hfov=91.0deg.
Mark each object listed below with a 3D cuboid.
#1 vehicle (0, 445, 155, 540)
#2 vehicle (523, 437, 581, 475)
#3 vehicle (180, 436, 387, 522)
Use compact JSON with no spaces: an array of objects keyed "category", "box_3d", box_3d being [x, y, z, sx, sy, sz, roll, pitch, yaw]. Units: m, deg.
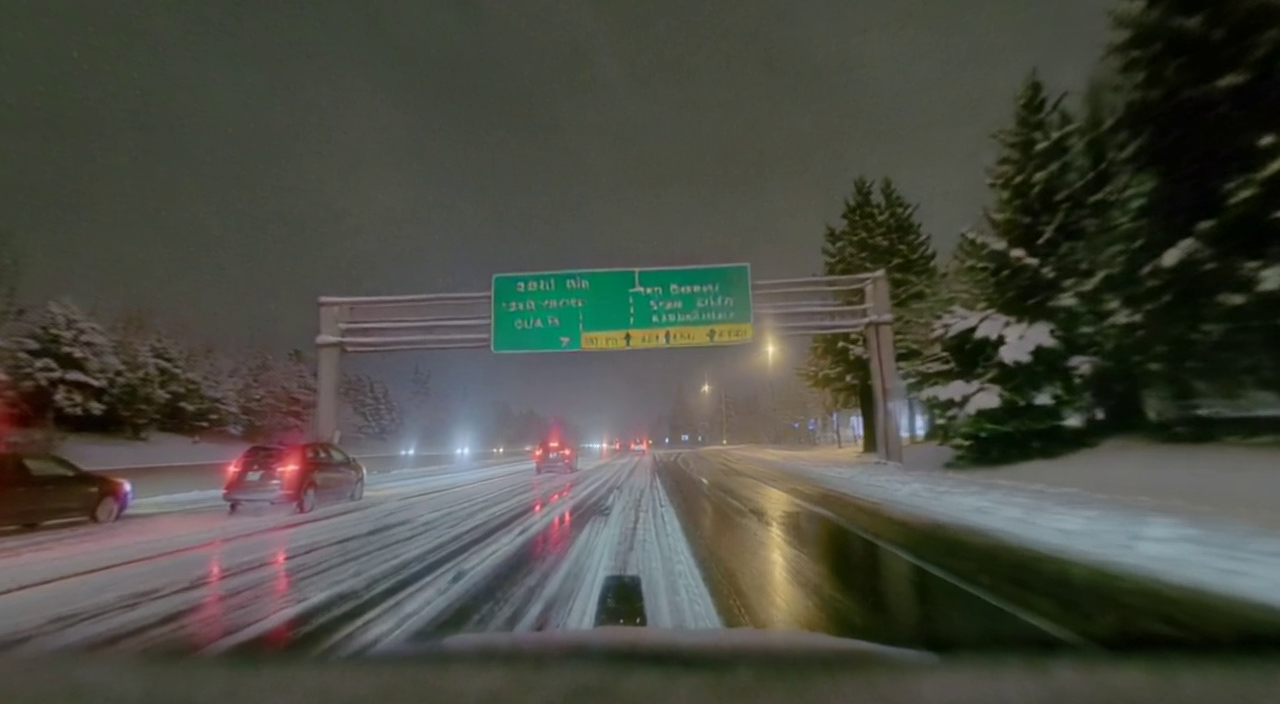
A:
[{"category":"vehicle","box_3d":[-11.866,2.538,11.701,2.003,1.595,4.532,0,-8,1]},{"category":"vehicle","box_3d":[-4.258,5.113,31.117,2.158,1.717,4.375,0,-8,1]},{"category":"vehicle","box_3d":[-7.921,2.822,14.663,2.071,1.661,4.540,0,-8,1]}]
